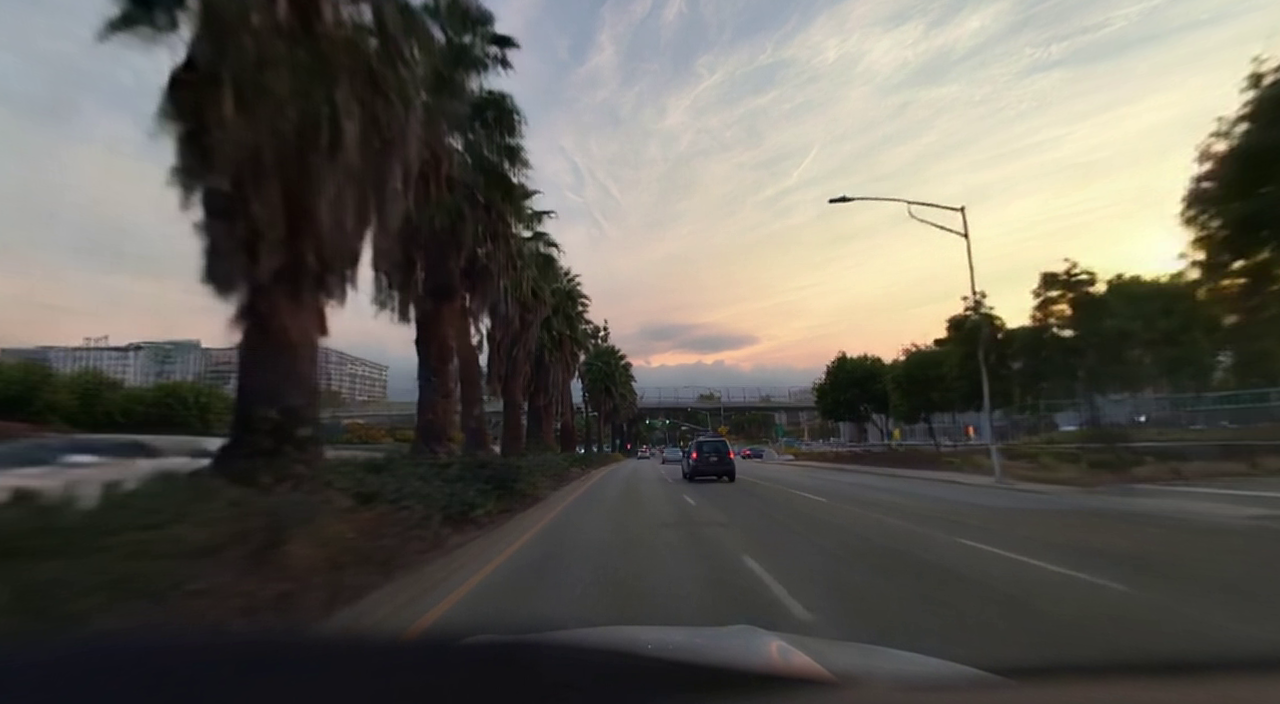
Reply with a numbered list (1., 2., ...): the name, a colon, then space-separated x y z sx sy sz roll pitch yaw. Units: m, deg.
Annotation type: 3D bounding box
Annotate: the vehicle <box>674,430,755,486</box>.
1. vehicle: 2.856 4.298 25.858 2.559 2.017 5.562 0 -9 -1
